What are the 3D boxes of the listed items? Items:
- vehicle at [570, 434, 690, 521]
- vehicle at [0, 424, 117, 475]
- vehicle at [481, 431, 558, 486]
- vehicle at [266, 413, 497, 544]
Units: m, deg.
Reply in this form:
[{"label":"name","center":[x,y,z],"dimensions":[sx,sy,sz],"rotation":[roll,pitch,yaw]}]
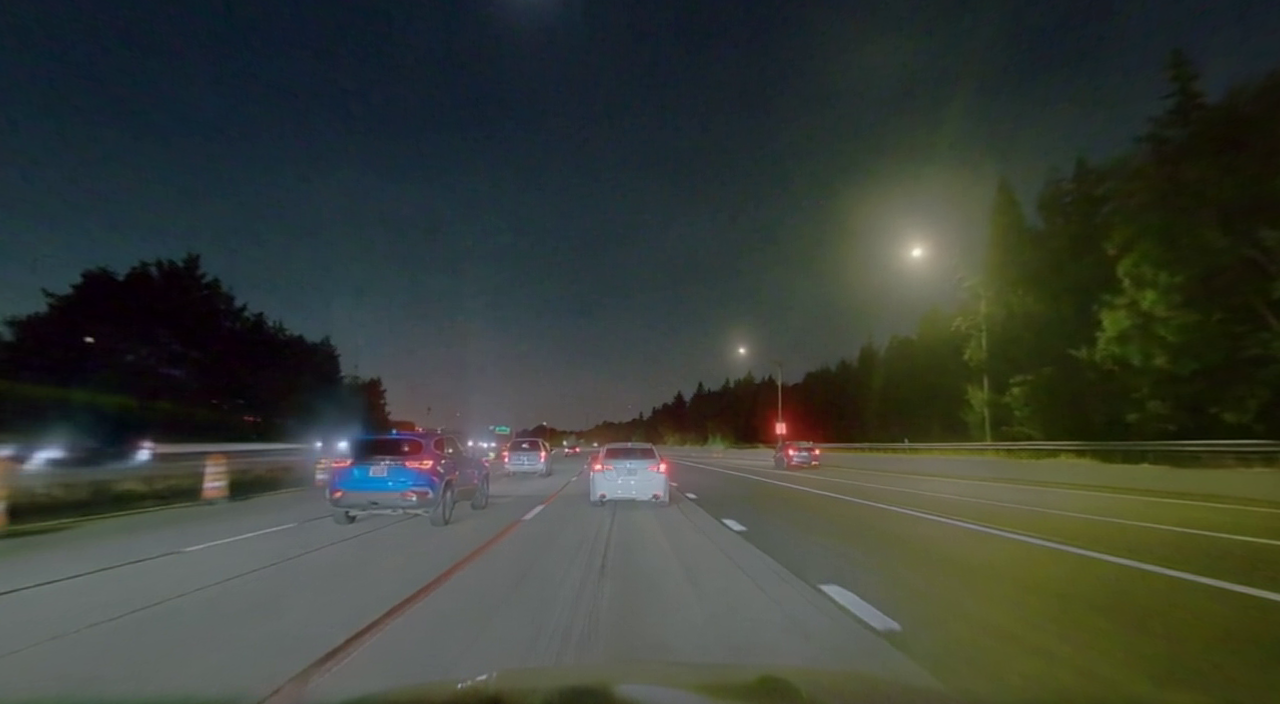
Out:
[{"label":"vehicle","center":[-0.226,2.472,12.970],"dimensions":[2.069,1.484,3.982],"rotation":[0,-9,-2]},{"label":"vehicle","center":[-20.767,3.337,21.703],"dimensions":[2.028,1.548,4.279],"rotation":[0,-9,-2]},{"label":"vehicle","center":[-4.150,3.729,22.381],"dimensions":[1.982,1.727,4.057],"rotation":[0,-9,-1]},{"label":"vehicle","center":[-3.866,1.968,10.392],"dimensions":[2.025,1.708,4.089],"rotation":[0,-9,0]}]
